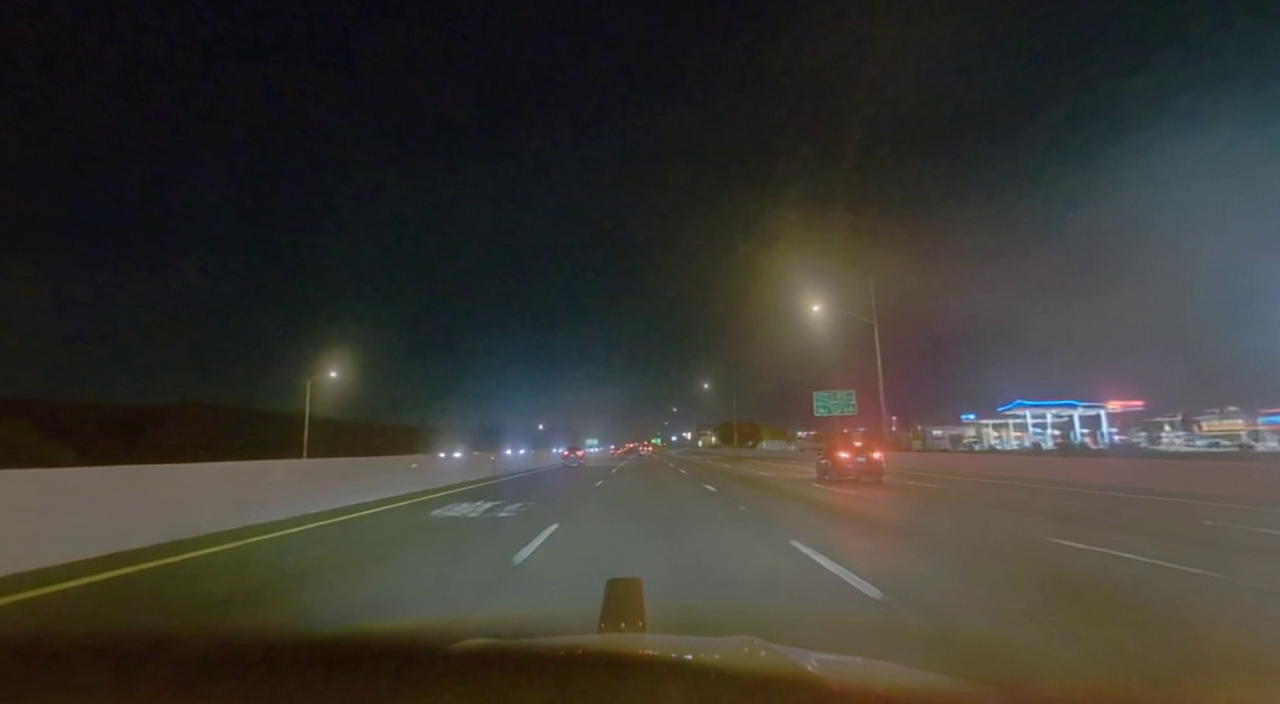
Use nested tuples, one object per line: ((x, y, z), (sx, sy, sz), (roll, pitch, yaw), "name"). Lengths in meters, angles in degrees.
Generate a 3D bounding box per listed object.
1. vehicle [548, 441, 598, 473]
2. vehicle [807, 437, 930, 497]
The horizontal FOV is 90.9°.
((-3.406, 5.442, 32.798), (2.114, 1.510, 4.186), (-1, -9, 1), "vehicle")
((6.446, 3.284, 18.469), (1.909, 1.467, 4.940), (-1, -9, 2), "vehicle")
